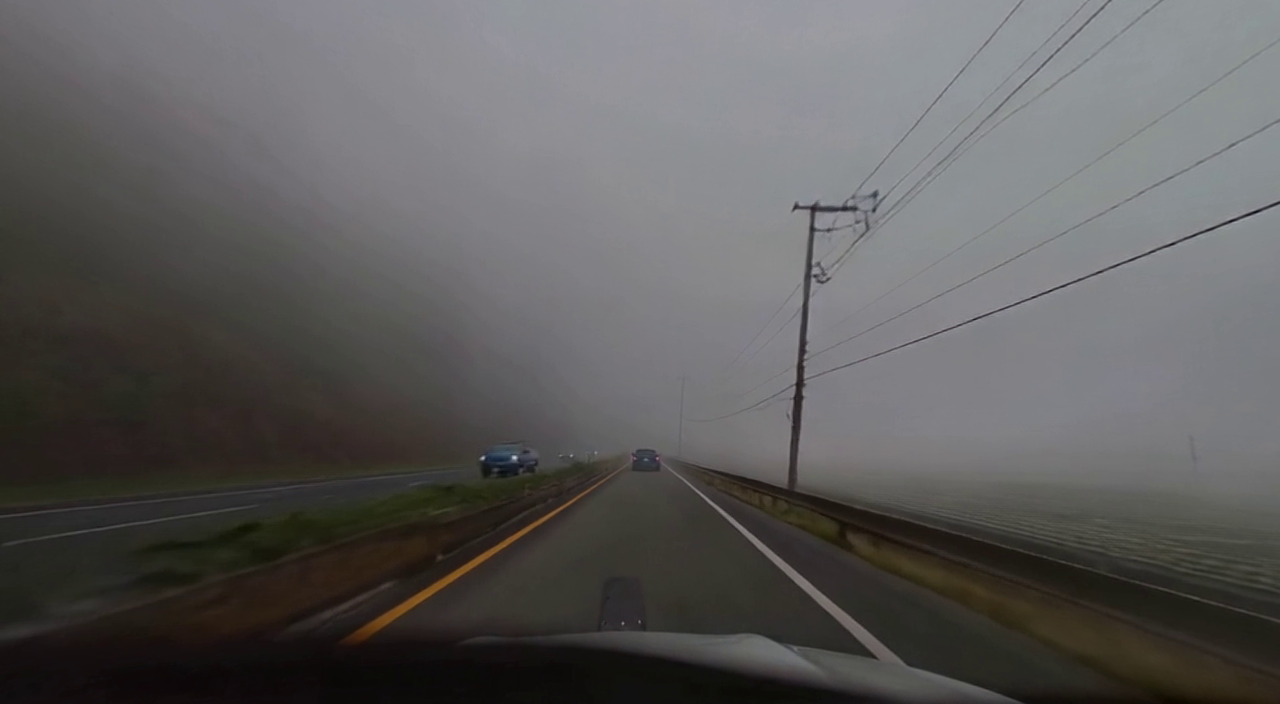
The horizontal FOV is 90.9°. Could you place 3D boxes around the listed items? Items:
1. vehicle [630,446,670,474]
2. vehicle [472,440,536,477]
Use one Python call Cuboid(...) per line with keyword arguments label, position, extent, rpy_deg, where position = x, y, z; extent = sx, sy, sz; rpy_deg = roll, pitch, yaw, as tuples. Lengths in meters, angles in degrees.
Cuboid(label="vehicle", position=(0.515, 6.014, 35.264), extent=(2.080, 1.486, 3.813), rpy_deg=(0, -9, 0))
Cuboid(label="vehicle", position=(-6.783, 5.381, 31.987), extent=(2.145, 1.740, 4.433), rpy_deg=(0, -9, 1))
